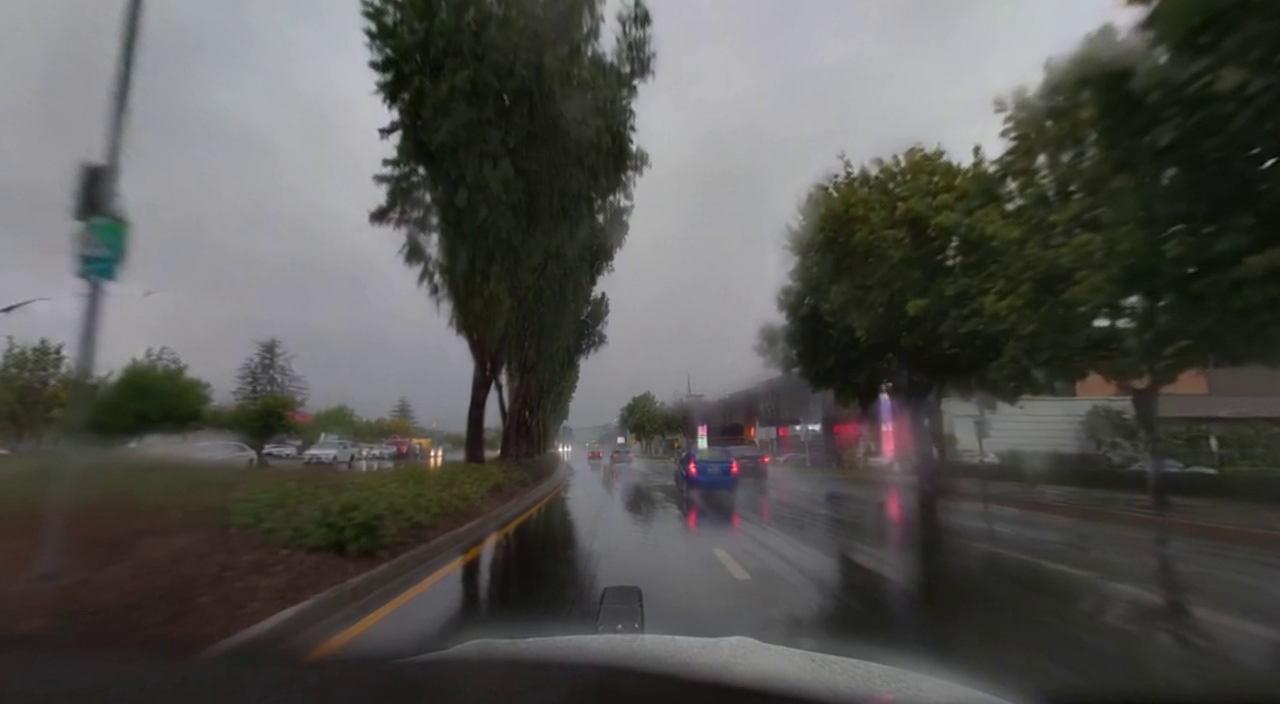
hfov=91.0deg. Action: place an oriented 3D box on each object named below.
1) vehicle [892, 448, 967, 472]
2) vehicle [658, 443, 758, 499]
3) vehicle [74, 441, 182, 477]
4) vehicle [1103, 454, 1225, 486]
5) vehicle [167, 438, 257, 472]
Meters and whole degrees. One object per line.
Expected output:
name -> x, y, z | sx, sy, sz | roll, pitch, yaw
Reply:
vehicle -> 19.797, 7.345, 43.069 | 4.424, 1.531, 2.008 | 3, -9, -18
vehicle -> 1.847, 3.447, 18.759 | 2.256, 1.451, 4.313 | 1, -8, -4
vehicle -> -24.406, 5.091, 30.227 | 1.689, 1.595, 4.293 | 0, -8, -3
vehicle -> 28.781, 6.469, 34.818 | 1.905, 1.561, 4.816 | 3, -9, -17
vehicle -> -24.561, 5.893, 36.360 | 1.982, 1.811, 4.730 | 0, -8, -2
